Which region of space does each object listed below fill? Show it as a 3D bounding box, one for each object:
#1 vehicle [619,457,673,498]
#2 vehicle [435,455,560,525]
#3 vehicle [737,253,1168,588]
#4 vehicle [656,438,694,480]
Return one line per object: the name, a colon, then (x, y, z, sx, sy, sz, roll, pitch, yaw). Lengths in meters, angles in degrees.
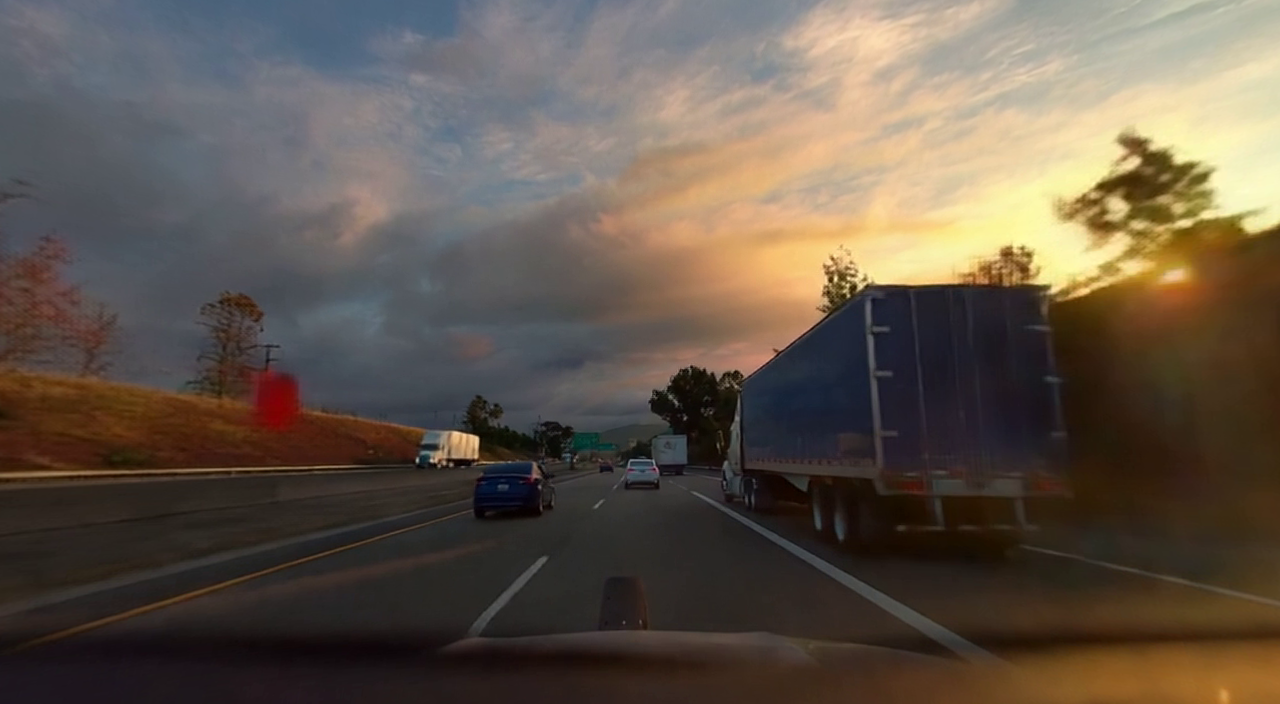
vehicle: (0.231, 5.264, 26.756, 2.089, 1.516, 4.191, 0, -9, 0)
vehicle: (-3.370, 3.353, 15.845, 2.105, 1.467, 4.099, 0, -9, 1)
vehicle: (4.734, 1.836, 14.476, 2.877, 4.035, 13.897, 0, -9, 0)
vehicle: (2.814, 8.318, 48.975, 2.650, 2.978, 6.937, -1, -10, 5)
